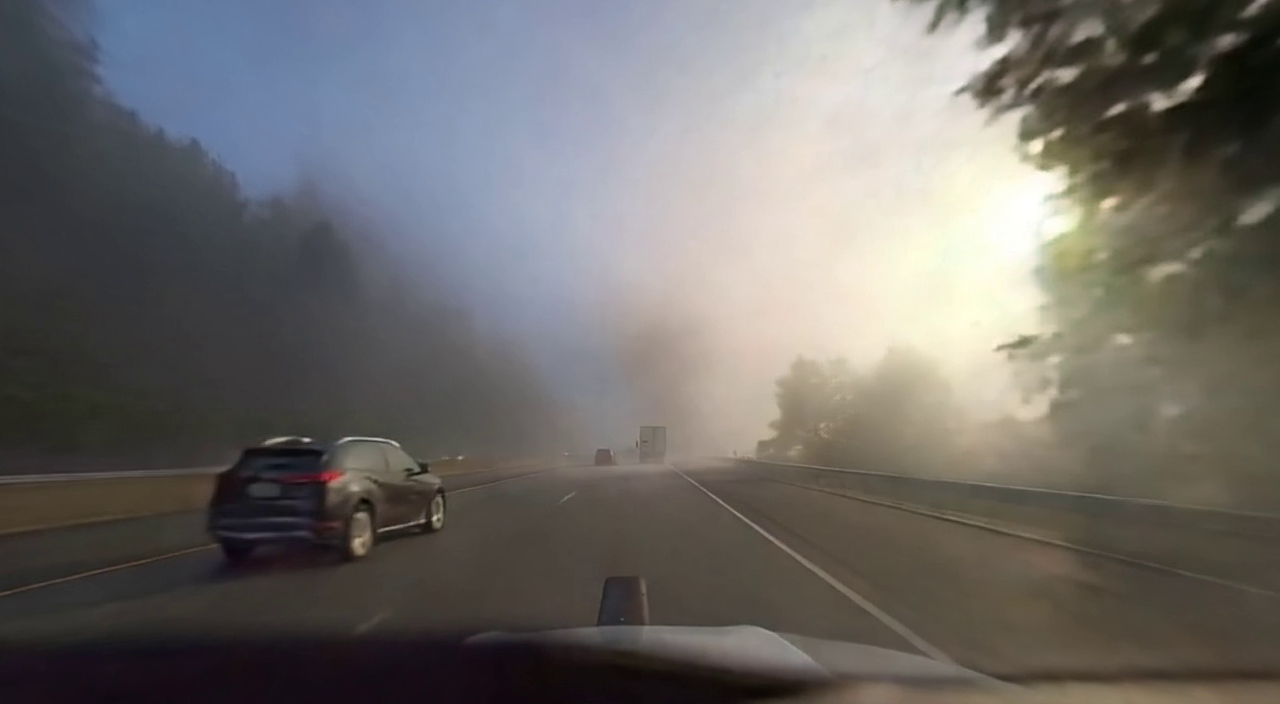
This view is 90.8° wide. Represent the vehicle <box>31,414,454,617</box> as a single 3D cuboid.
[{"bbox_3d":[-3.846,1.656,7.270,2.057,1.618,4.212,0,-9,1],"label":"vehicle"}]
